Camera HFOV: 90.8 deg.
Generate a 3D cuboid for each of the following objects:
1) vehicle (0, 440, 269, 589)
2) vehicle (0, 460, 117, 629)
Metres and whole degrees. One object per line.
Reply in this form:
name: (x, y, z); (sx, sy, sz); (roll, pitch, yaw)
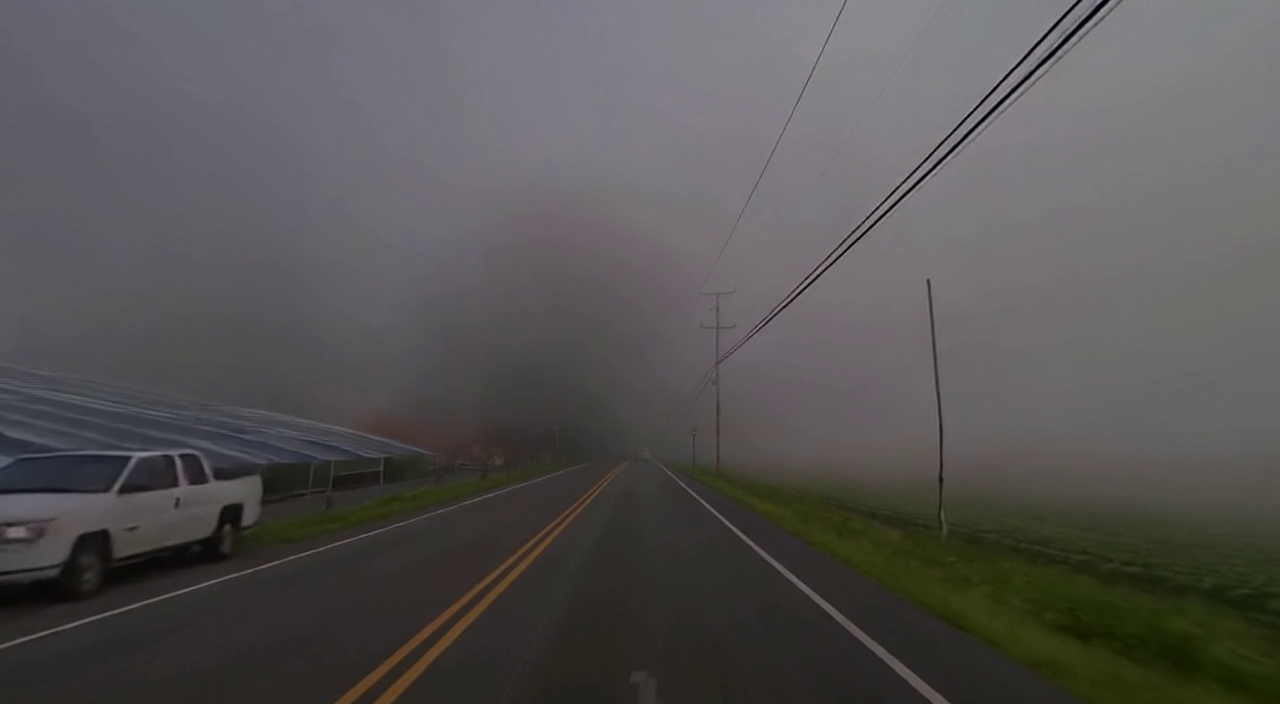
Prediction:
vehicle: (-7.886, 2.080, 8.565); (4.374, 1.717, 2.094); (0, -9, 2)
vehicle: (-8.122, 1.817, 6.026); (4.525, 1.499, 1.934); (0, -9, 1)
